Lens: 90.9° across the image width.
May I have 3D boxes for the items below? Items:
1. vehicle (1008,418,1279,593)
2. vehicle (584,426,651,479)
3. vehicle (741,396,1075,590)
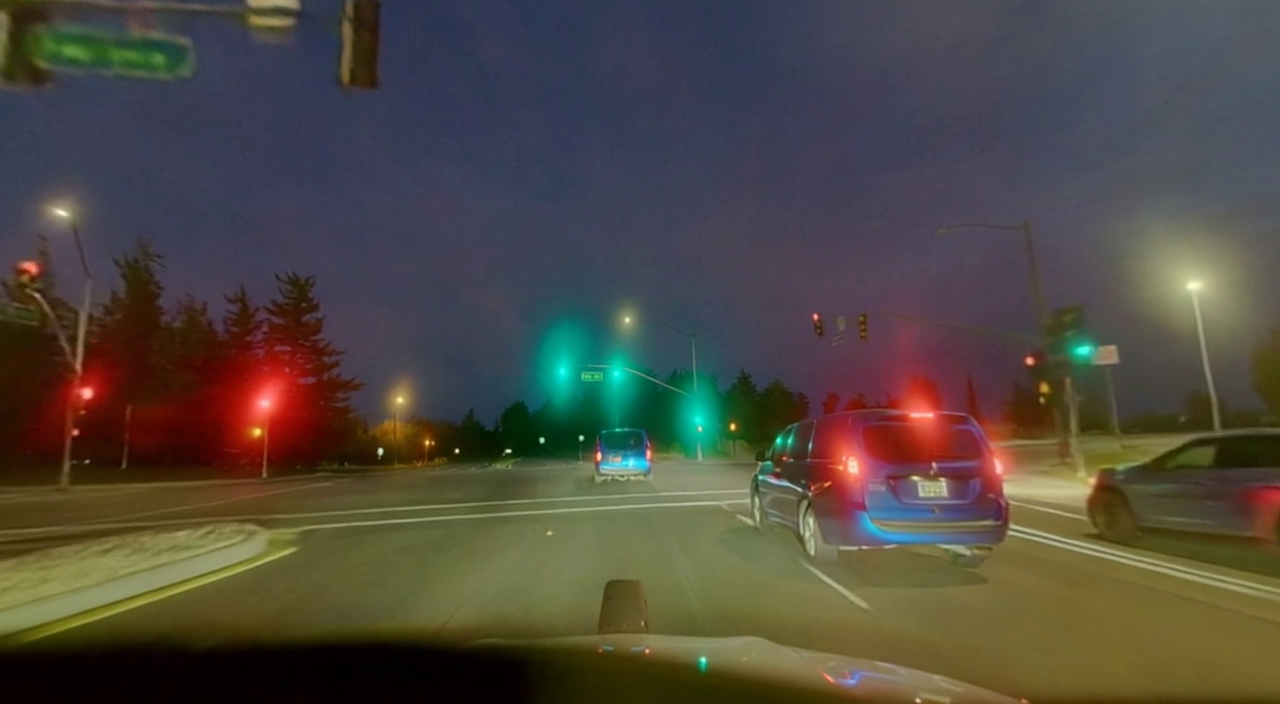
[{"bbox_3d":[6.512,1.507,6.792,2.124,1.474,4.880,0,-8,0],"label":"vehicle"},{"bbox_3d":[-0.981,3.822,24.213,2.185,1.822,4.583,0,-8,-6],"label":"vehicle"},{"bbox_3d":[2.753,1.575,7.942,2.024,1.686,4.588,0,-8,-2],"label":"vehicle"}]
